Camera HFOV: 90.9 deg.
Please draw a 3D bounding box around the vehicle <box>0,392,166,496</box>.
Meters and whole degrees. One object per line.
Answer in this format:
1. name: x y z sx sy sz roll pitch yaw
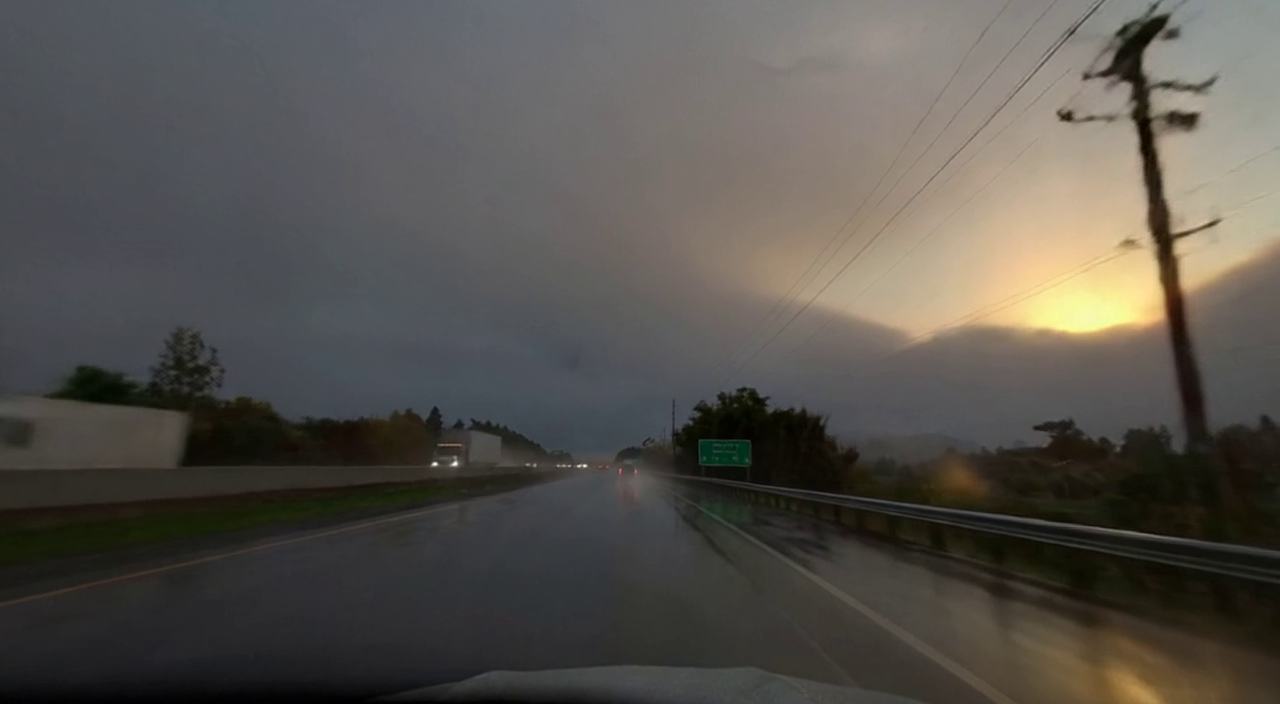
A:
1. vehicle: -15.034 2.314 15.477 2.198 2.227 5.741 1 -10 0
